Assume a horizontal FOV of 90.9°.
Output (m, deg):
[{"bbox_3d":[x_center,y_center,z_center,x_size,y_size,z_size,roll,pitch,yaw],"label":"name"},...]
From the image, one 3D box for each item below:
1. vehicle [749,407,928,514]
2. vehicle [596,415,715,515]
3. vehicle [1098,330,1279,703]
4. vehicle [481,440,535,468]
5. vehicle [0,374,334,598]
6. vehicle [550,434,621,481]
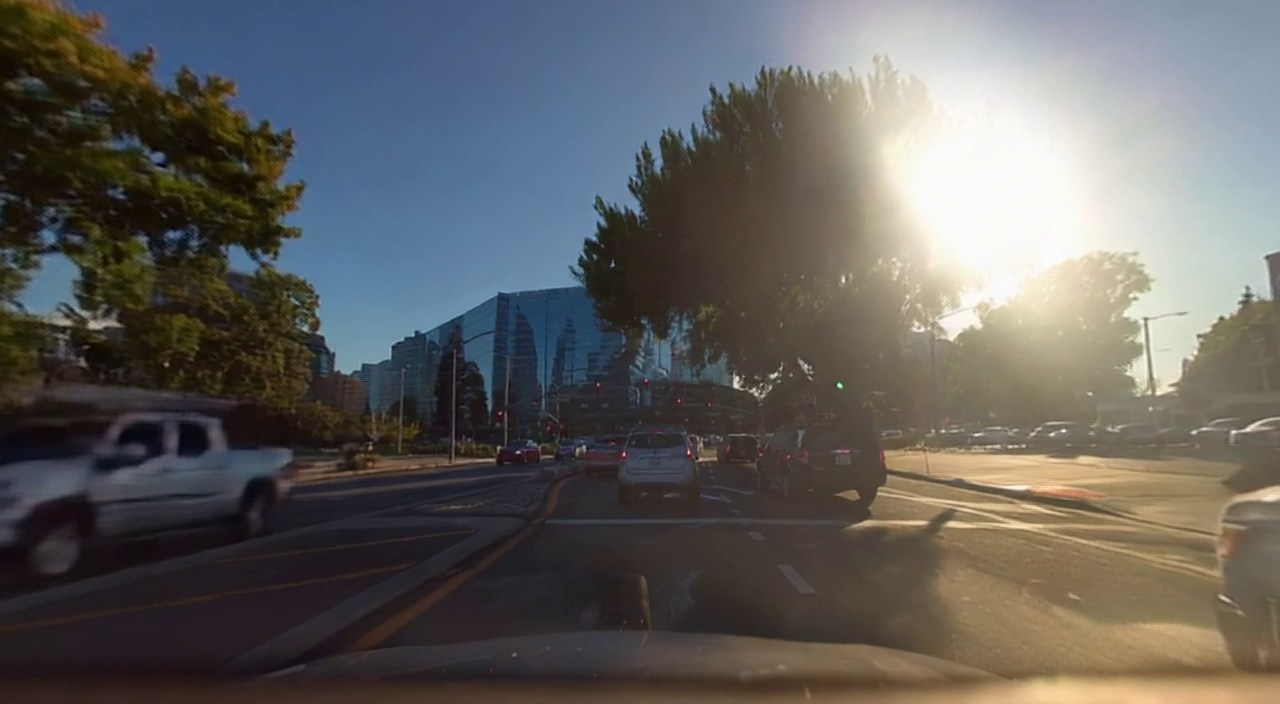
[{"bbox_3d":[3.988,2.352,14.075,2.317,1.857,5.940,0,-9,3],"label":"vehicle"},{"bbox_3d":[0.394,2.309,13.293,2.113,1.768,3.901,0,-9,3],"label":"vehicle"},{"bbox_3d":[3.508,0.592,0.983,2.114,1.765,4.647,0,-9,1],"label":"vehicle"},{"bbox_3d":[-7.455,5.801,36.068,1.868,1.496,4.219,-1,-9,5],"label":"vehicle"},{"bbox_3d":[-6.830,1.621,8.428,2.355,2.005,5.673,0,-9,3],"label":"vehicle"},{"bbox_3d":[-1.892,3.815,23.128,2.023,1.494,4.259,-2,-8,3],"label":"vehicle"}]
